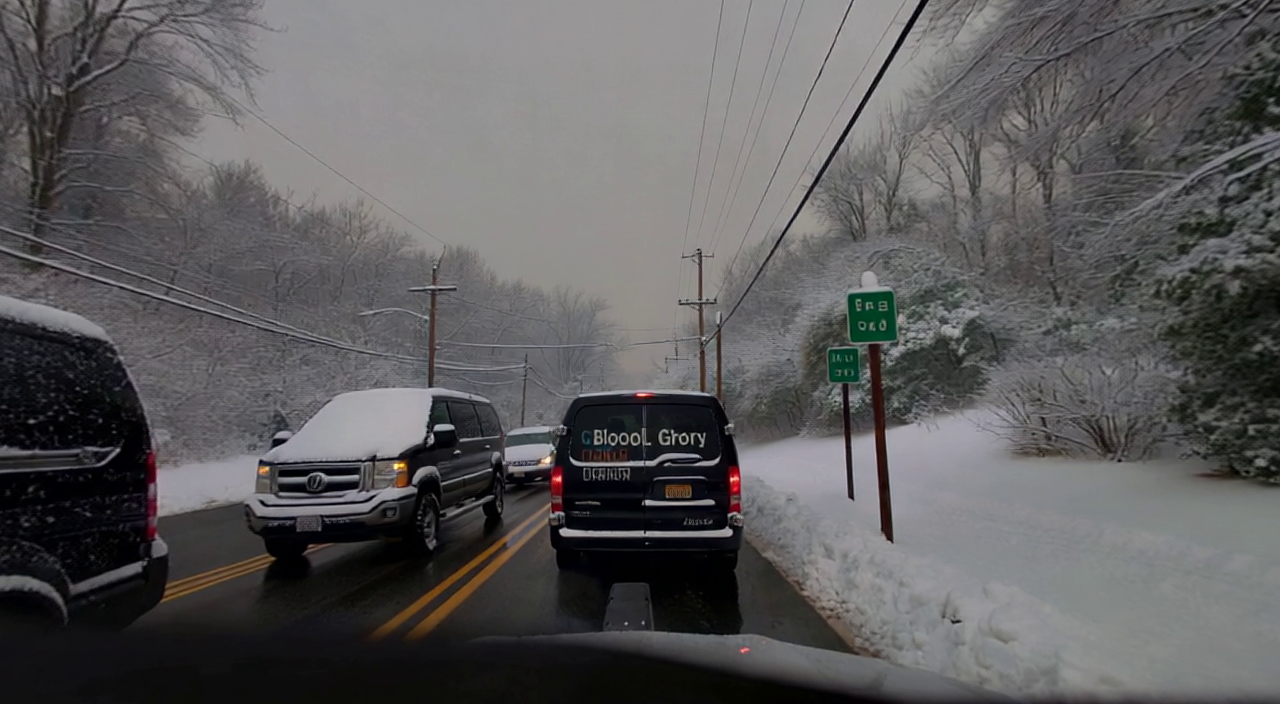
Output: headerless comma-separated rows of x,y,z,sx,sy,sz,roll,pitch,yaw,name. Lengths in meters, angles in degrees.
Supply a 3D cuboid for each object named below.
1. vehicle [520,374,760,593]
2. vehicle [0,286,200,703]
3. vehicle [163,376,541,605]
0.109,1.461,7.697,2.117,1.911,4.095,-1,-8,3,vehicle
-3.107,0.452,0.245,2.160,1.796,4.997,0,-8,1,vehicle
-2.754,1.477,7.610,2.109,1.851,4.749,-1,-8,3,vehicle
